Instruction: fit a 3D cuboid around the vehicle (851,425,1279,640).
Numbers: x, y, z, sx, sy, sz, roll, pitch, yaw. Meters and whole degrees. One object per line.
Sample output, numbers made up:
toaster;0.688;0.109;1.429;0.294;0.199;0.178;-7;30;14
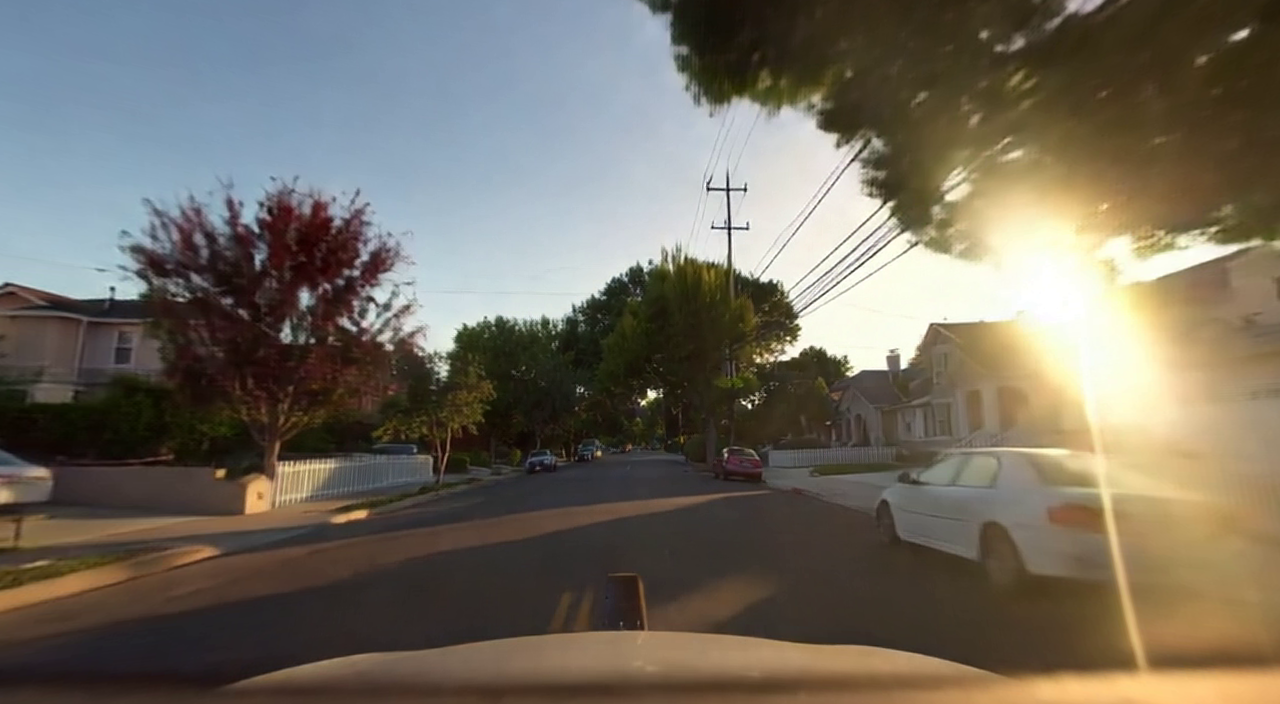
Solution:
vehicle;4.217;1.654;6.987;1.936;1.464;5.141;1;-9;-1

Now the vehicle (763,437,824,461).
vehicle;11.477;7.299;47.325;4.293;1.657;1.961;-2;-12;15

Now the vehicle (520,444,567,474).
vehicle;-5.748;6.428;38.296;1.954;1.551;5.128;-3;-8;1

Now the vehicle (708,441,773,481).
vehicle;4.211;4.650;27.162;2.020;1.558;3.925;1;-9;-2
